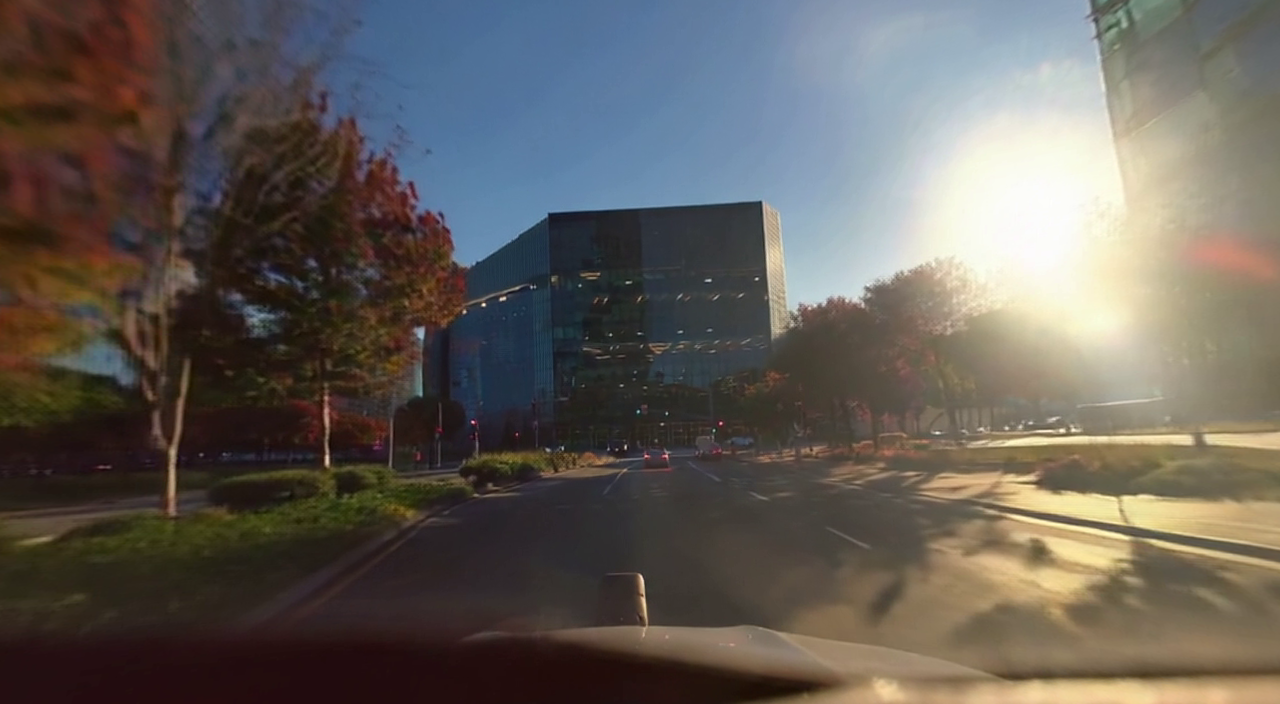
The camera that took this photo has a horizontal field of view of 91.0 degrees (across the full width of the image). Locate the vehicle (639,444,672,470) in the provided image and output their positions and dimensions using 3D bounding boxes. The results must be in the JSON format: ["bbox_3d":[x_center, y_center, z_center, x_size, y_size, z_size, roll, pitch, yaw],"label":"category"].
[{"bbox_3d":[1.018,6.916,41.710,2.092,1.660,4.319,0,-8,1],"label":"vehicle"}]
